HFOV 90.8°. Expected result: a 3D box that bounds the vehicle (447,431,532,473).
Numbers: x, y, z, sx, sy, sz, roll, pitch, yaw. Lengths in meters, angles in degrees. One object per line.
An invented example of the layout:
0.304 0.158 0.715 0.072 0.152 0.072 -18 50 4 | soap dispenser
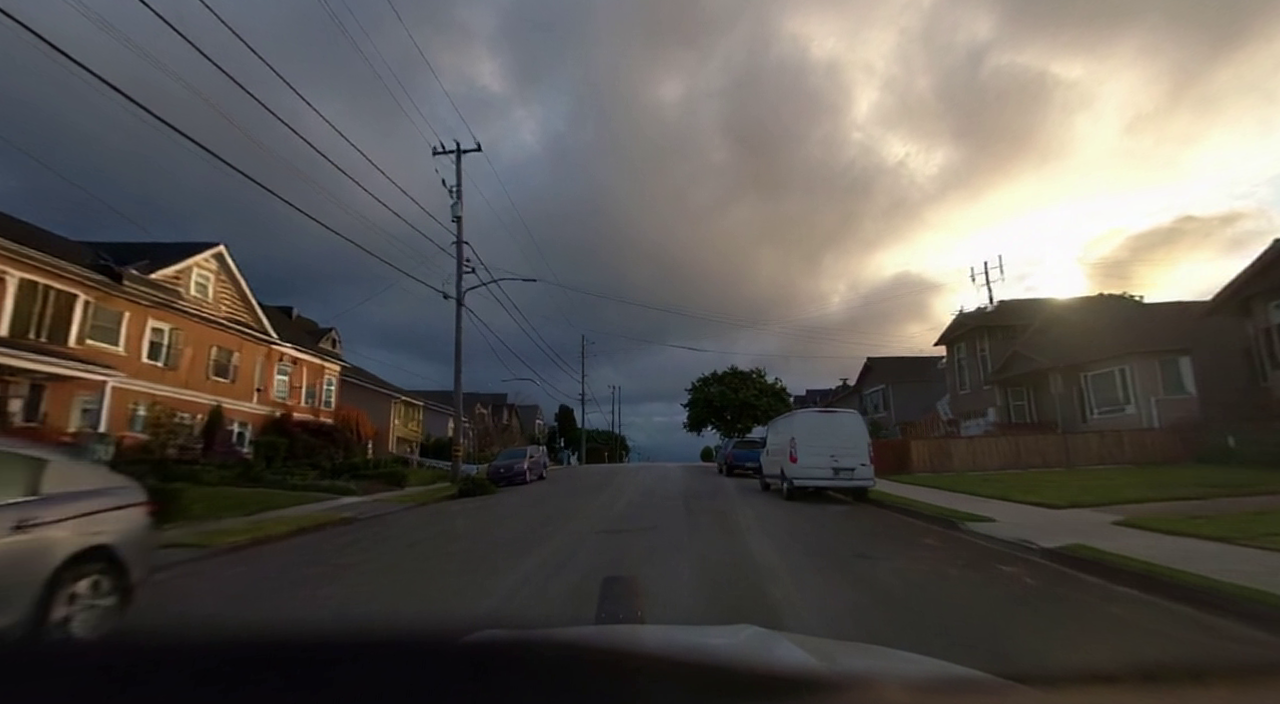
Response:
-7.514 5.000 31.794 3.684 1.628 1.792 5 -5 3 | vehicle

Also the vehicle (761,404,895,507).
4.581 2.573 16.180 2.343 2.229 4.199 0 -8 3 | vehicle

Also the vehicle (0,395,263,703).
-3.972 0.933 2.620 1.960 1.507 4.542 -1 -6 1 | vehicle

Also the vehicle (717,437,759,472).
5.344 5.627 34.993 1.961 1.777 4.189 0 -8 4 | vehicle
